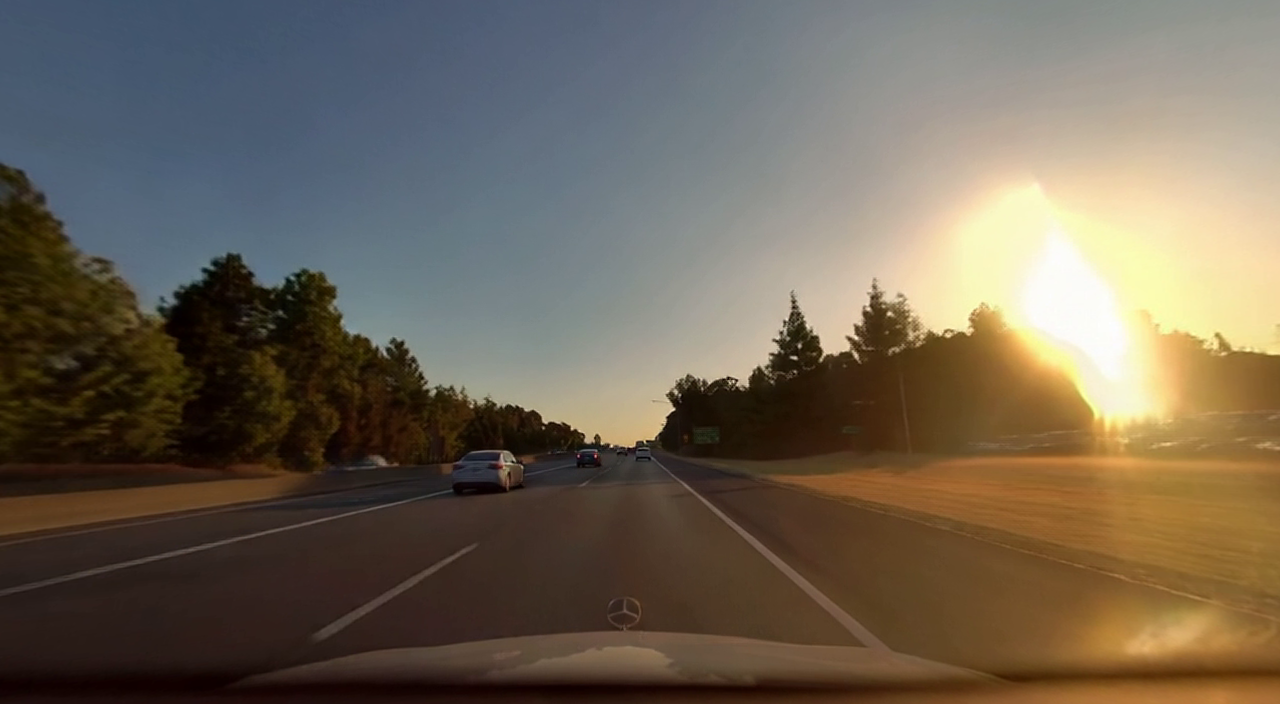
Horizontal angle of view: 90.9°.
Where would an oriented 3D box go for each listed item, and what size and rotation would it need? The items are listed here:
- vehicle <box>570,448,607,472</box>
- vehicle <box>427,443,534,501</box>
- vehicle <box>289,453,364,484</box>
[{"bbox_3d":[-3.338,7.063,41.434,2.005,1.474,3.921,0,-9,1],"label":"vehicle"},{"bbox_3d":[-4.611,3.534,18.983,1.975,1.501,4.603,0,-9,1],"label":"vehicle"},{"bbox_3d":[-17.559,6.525,35.506,1.891,1.586,4.395,0,-9,1],"label":"vehicle"}]
